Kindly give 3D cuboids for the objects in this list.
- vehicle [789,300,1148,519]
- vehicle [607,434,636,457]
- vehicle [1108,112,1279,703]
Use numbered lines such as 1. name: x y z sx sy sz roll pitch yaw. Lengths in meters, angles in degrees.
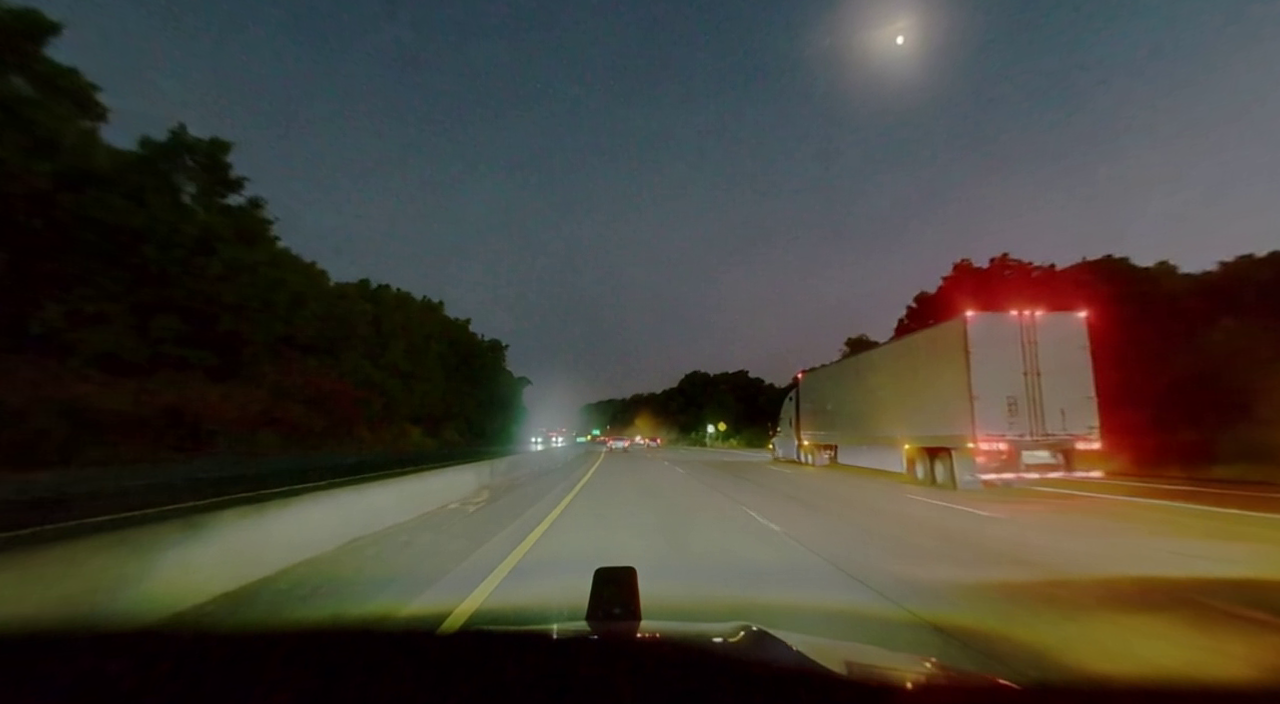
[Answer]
1. vehicle: 7.751 1.959 18.876 2.888 4.093 14.227 0 -8 -1
2. vehicle: -1.449 7.110 48.226 2.088 1.671 4.068 0 -8 -2
3. vehicle: 3.452 0.173 0.103 2.436 2.521 5.409 0 -8 -1
